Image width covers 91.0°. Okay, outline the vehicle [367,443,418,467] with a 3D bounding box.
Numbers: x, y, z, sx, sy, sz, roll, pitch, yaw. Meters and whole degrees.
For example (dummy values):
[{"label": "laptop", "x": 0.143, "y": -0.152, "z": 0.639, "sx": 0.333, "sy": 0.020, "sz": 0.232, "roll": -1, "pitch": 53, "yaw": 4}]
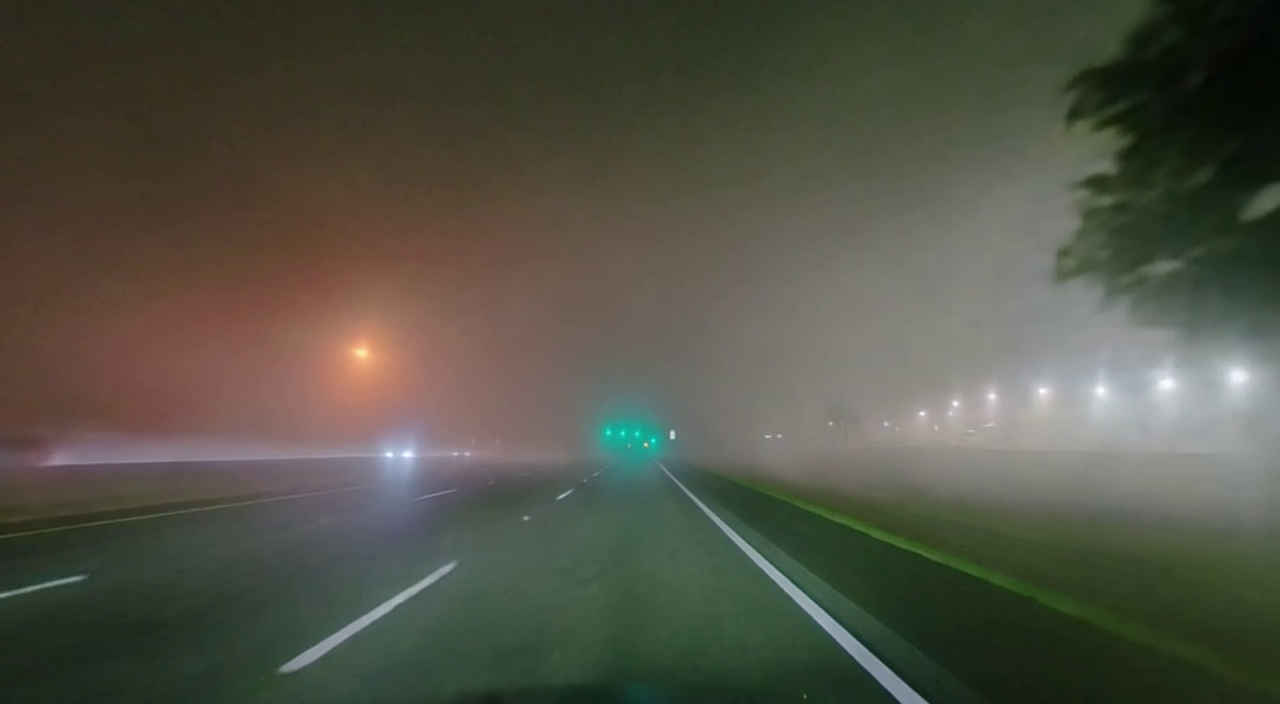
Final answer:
[{"label": "vehicle", "x": -19.345, "y": 8.051, "z": 49.406, "sx": 2.064, "sy": 1.750, "sz": 4.641, "roll": 0, "pitch": -9, "yaw": 0}]
